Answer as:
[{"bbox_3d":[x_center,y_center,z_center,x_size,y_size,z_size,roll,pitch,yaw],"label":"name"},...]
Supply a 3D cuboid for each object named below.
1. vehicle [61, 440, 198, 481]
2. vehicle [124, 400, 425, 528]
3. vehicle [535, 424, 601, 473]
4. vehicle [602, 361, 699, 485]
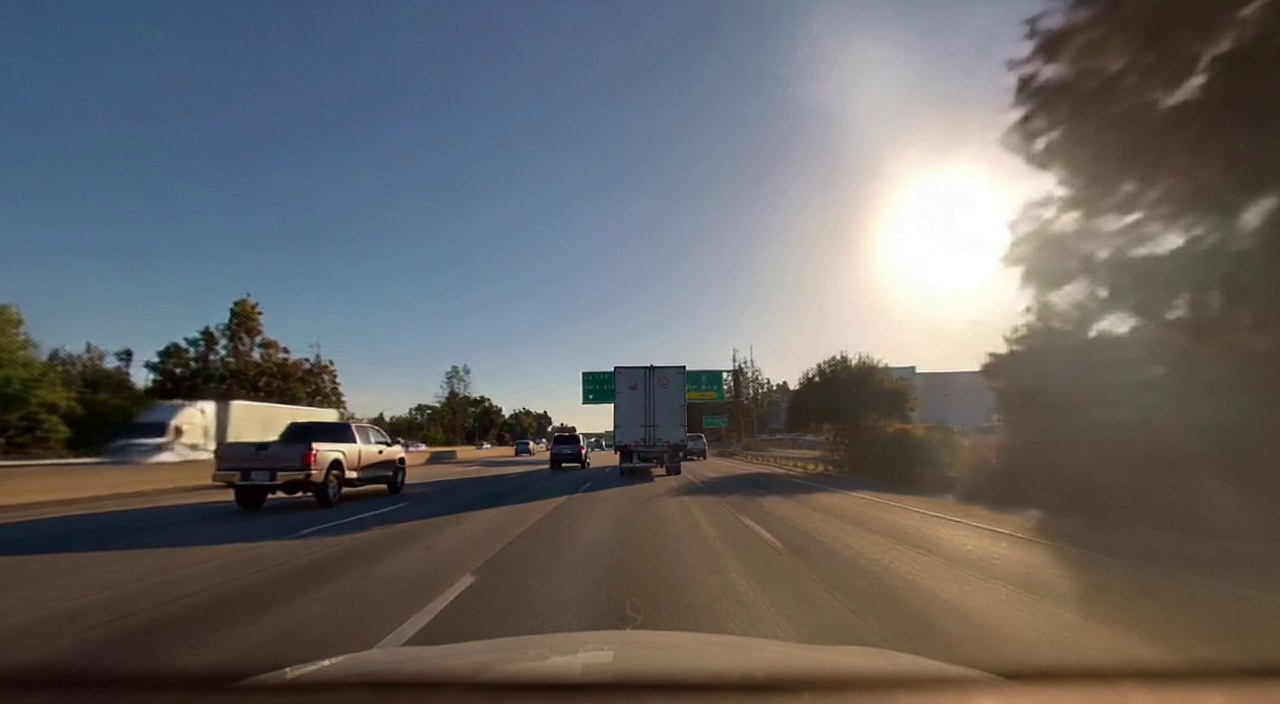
[{"bbox_3d":[-20.617,4.382,25.774,1.877,1.497,4.478,0,-9,-1],"label":"vehicle"},{"bbox_3d":[-6.716,2.190,12.839,2.479,1.978,5.952,0,-9,1],"label":"vehicle"},{"bbox_3d":[-3.256,4.594,30.081,2.379,2.075,6.169,0,-9,1],"label":"vehicle"},{"bbox_3d":[0.281,2.914,24.345,2.941,3.794,9.851,0,-9,0],"label":"vehicle"}]
